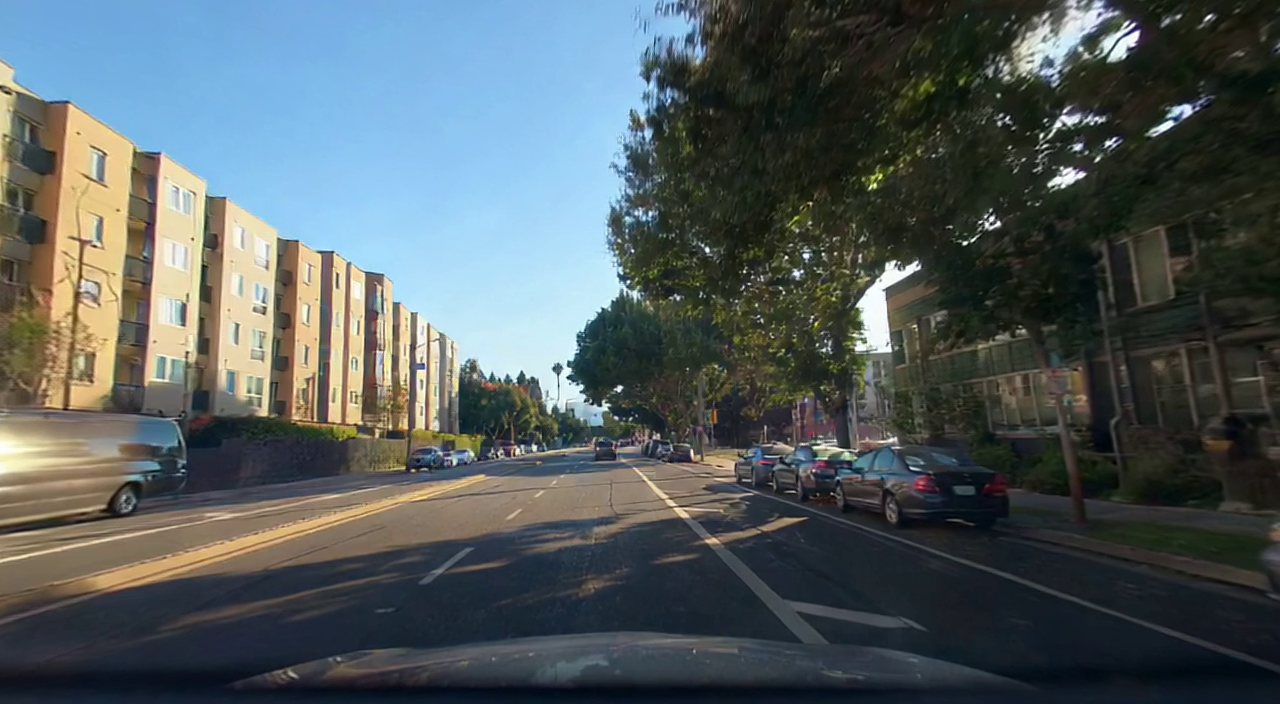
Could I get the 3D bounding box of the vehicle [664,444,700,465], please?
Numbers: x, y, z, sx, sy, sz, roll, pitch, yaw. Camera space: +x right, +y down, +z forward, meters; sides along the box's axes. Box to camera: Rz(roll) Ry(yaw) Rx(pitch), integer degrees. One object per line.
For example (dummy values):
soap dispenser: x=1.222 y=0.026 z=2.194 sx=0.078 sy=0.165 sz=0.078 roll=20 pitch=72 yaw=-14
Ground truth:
vehicle: x=3.038 y=7.500 z=46.281 sx=2.085 sy=1.466 sz=4.276 roll=1 pitch=-8 yaw=-3

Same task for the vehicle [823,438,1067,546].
vehicle: x=4.999 y=2.330 z=11.313 sx=2.049 sy=1.507 sz=4.585 roll=0 pitch=-8 yaw=-1

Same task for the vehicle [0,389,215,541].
vehicle: x=-13.110 y=2.239 z=12.727 sx=2.917 sy=2.739 sz=9.335 roll=0 pitch=-8 yaw=-2

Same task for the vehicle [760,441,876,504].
vehicle: x=4.665 y=3.189 z=17.242 sx=1.797 sy=1.486 sz=4.154 roll=0 pitch=-8 yaw=-2

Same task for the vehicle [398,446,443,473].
vehicle: x=-14.883 y=7.308 z=43.096 sx=1.908 sy=1.694 sz=4.306 roll=1 pitch=-8 yaw=-6
